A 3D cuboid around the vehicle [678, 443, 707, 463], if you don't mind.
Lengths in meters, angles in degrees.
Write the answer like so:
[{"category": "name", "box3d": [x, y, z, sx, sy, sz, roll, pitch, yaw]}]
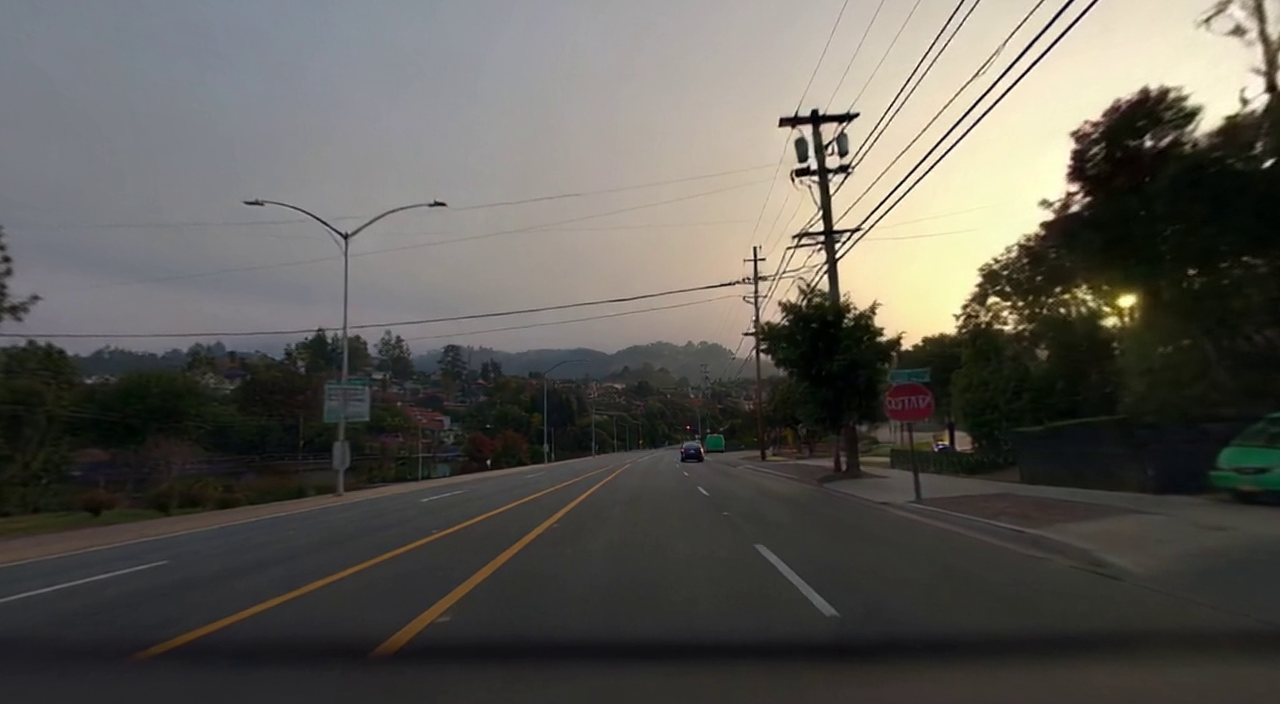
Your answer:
[{"category": "vehicle", "box3d": [3.874, 7.538, 47.298, 2.015, 1.467, 4.117, -1, -8, 3]}]
